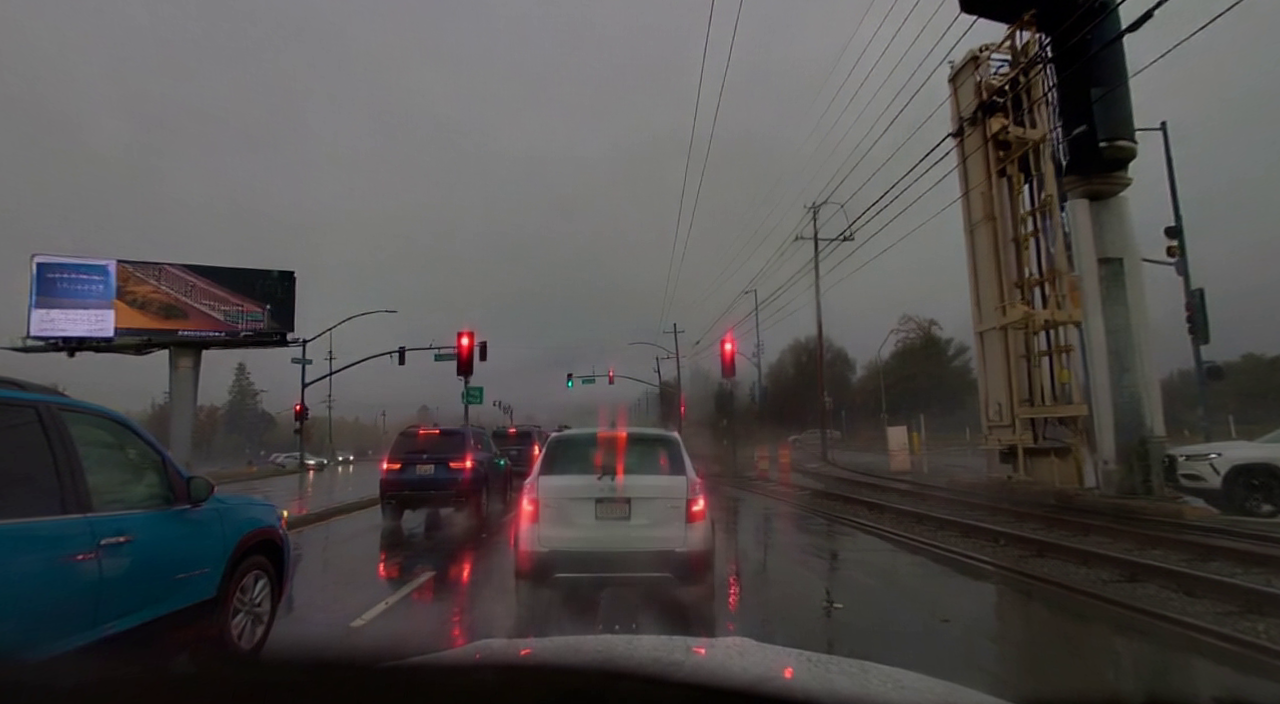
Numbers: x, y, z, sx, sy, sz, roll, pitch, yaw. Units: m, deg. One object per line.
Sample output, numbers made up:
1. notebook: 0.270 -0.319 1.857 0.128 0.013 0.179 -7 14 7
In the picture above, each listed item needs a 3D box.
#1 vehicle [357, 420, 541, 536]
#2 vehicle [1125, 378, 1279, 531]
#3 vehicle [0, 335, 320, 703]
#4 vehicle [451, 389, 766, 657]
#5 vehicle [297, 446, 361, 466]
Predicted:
1. vehicle: -3.150 2.181 11.499 1.988 1.678 4.317 0 -9 0
2. vehicle: 9.620 1.312 8.191 5.060 1.702 2.033 1 -9 -4
3. vehicle: -3.933 0.877 3.093 2.052 1.814 5.184 0 -9 -1
4. vehicle: -0.207 1.379 5.991 2.025 1.723 3.644 0 -9 0
5. vehicle: -24.185 8.066 49.094 4.357 1.444 1.842 -3 -9 19
